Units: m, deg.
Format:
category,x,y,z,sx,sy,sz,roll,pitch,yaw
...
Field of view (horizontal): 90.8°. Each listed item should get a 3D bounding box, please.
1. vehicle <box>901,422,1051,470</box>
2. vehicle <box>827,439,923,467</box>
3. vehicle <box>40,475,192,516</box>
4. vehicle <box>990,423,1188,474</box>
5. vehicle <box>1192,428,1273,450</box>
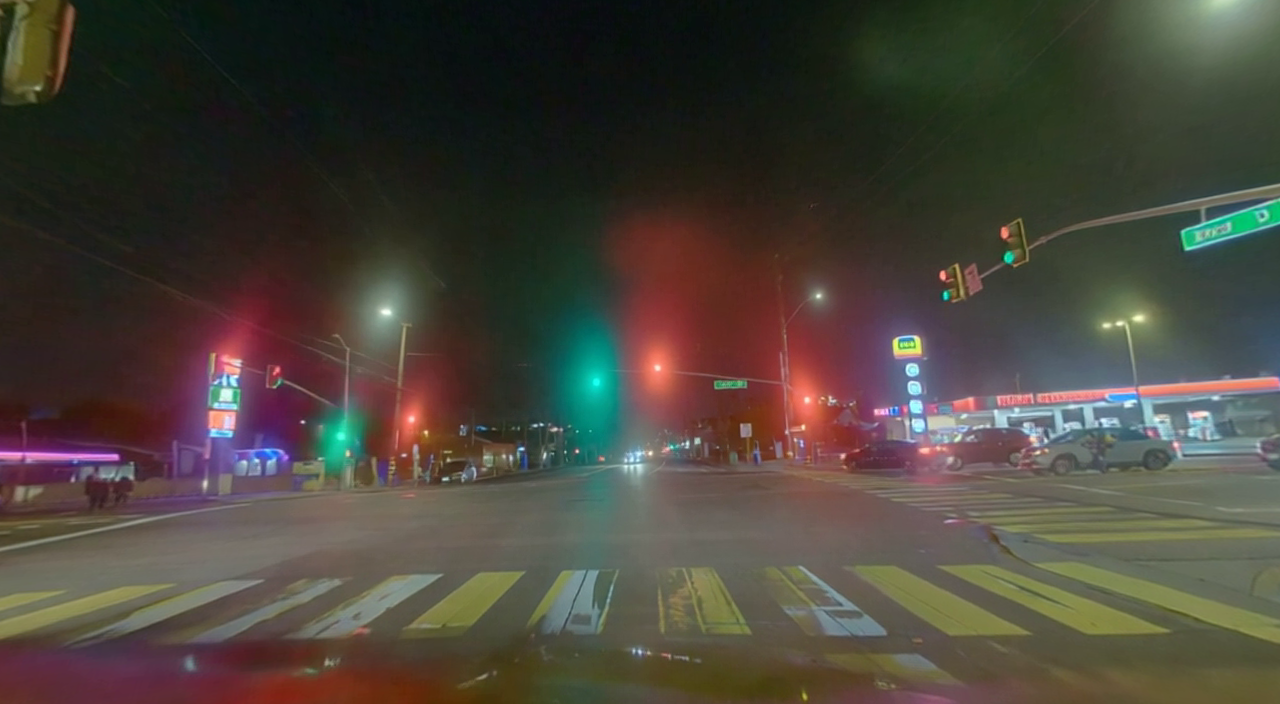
category,x,y,z,sx,sy,sz,roll,pitch,yaw
vehicle,13.028,3.726,24.926,4.916,1.730,1.986,-4,-9,21
vehicle,12.921,5.542,34.726,4.728,1.468,2.083,-4,-9,25
vehicle,-21.141,5.794,25.609,4.676,1.463,1.909,-1,-8,6
vehicle,14.372,3.153,20.613,4.835,1.487,1.913,-4,-9,20
vehicle,42.068,6.192,44.868,4.347,1.446,1.777,1,-9,-10
